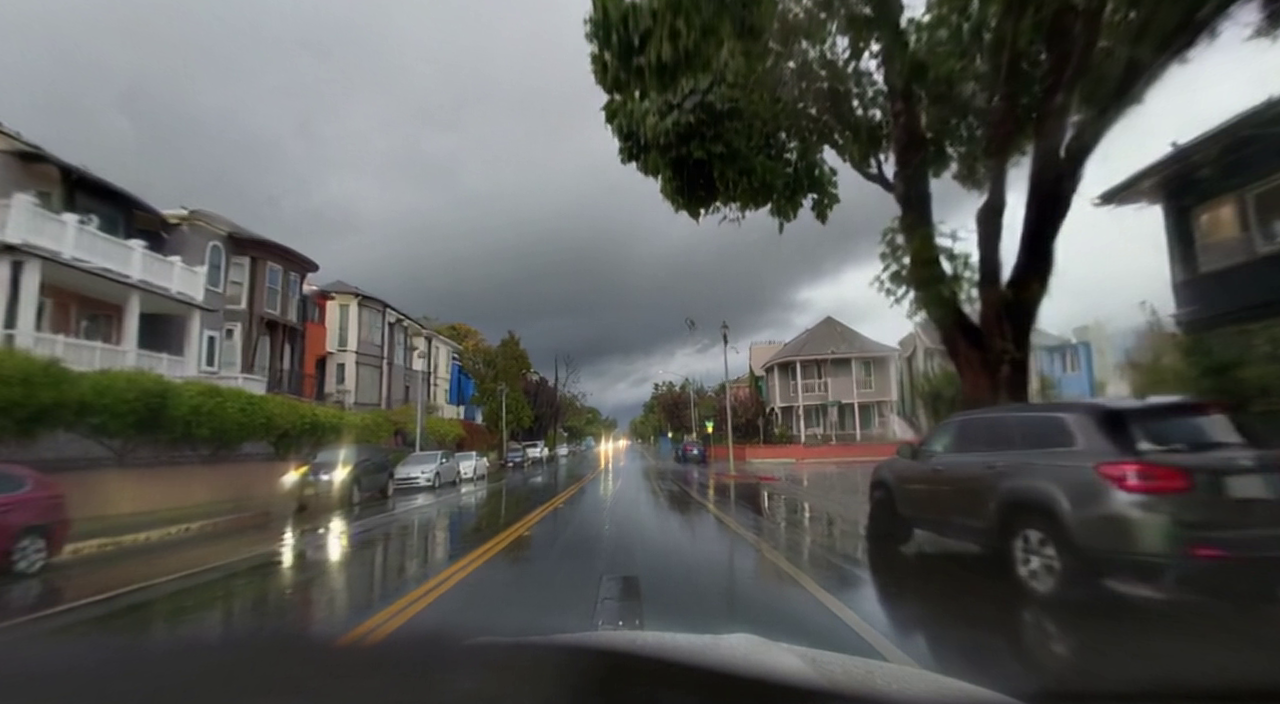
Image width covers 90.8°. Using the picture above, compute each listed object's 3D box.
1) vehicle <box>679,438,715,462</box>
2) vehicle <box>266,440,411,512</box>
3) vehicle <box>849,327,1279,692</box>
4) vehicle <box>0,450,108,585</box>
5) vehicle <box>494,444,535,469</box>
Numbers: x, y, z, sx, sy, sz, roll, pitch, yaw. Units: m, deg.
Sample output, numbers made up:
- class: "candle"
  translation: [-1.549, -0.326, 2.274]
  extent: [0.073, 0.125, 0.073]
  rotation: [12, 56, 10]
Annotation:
- class: "vehicle"
  translation: [4.151, 7.222, 46.524]
  extent: [2.034, 1.674, 4.271]
  rotation: [1, -8, -3]
- class: "vehicle"
  translation: [-8.127, 3.352, 17.556]
  extent: [1.919, 1.698, 4.328]
  rotation: [0, -9, -1]
- class: "vehicle"
  translation: [4.308, 1.294, 6.492]
  extent: [2.393, 2.075, 5.683]
  rotation: [0, -8, 0]
- class: "vehicle"
  translation: [-8.224, 1.761, 6.331]
  extent: [1.983, 1.514, 4.459]
  rotation: [0, -9, -2]
- class: "vehicle"
  translation: [-8.250, 6.900, 41.959]
  extent: [1.967, 1.517, 4.360]
  rotation: [0, -8, -2]
